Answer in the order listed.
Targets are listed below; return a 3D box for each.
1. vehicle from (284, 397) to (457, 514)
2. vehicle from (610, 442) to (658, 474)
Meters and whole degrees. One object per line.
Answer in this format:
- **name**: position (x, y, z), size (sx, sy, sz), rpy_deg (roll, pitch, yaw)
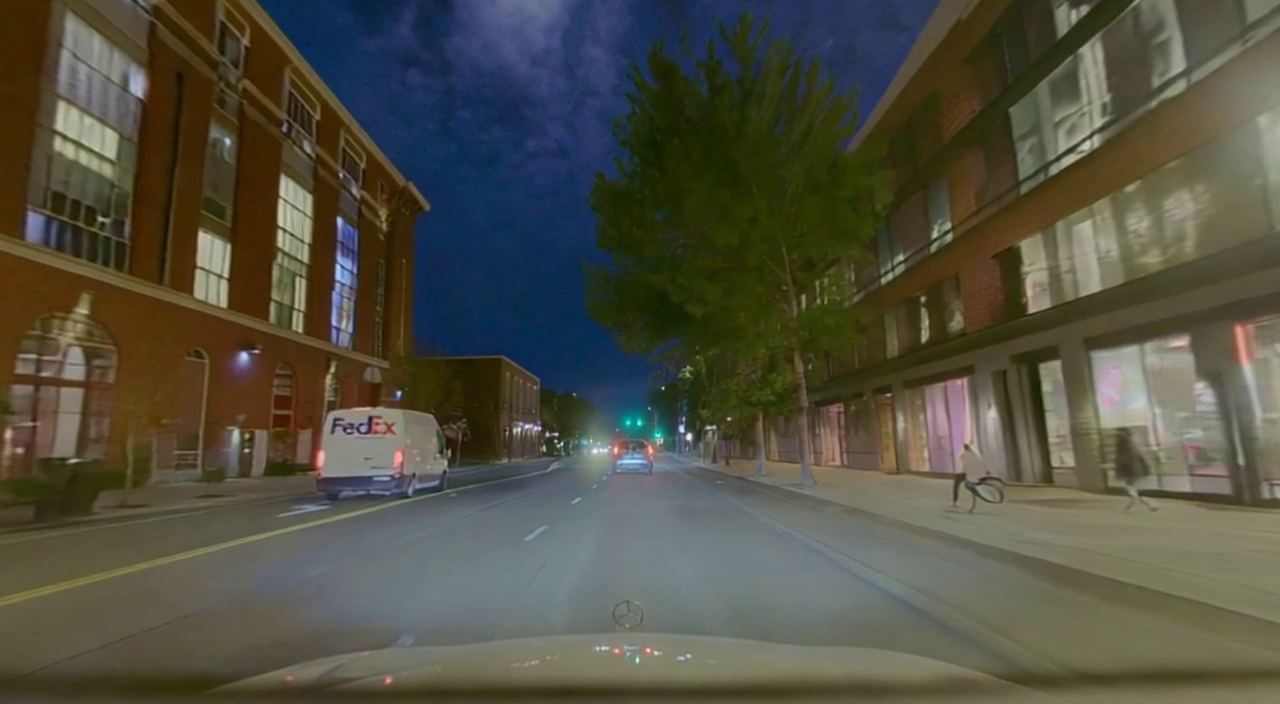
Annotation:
- **vehicle**: position (-7.015, 2.772, 17.377), size (2.418, 2.620, 5.522), rpy_deg (-1, -8, -2)
- **vehicle**: position (-0.411, 5.568, 33.466), size (2.356, 1.572, 4.810), rpy_deg (0, -9, -3)
